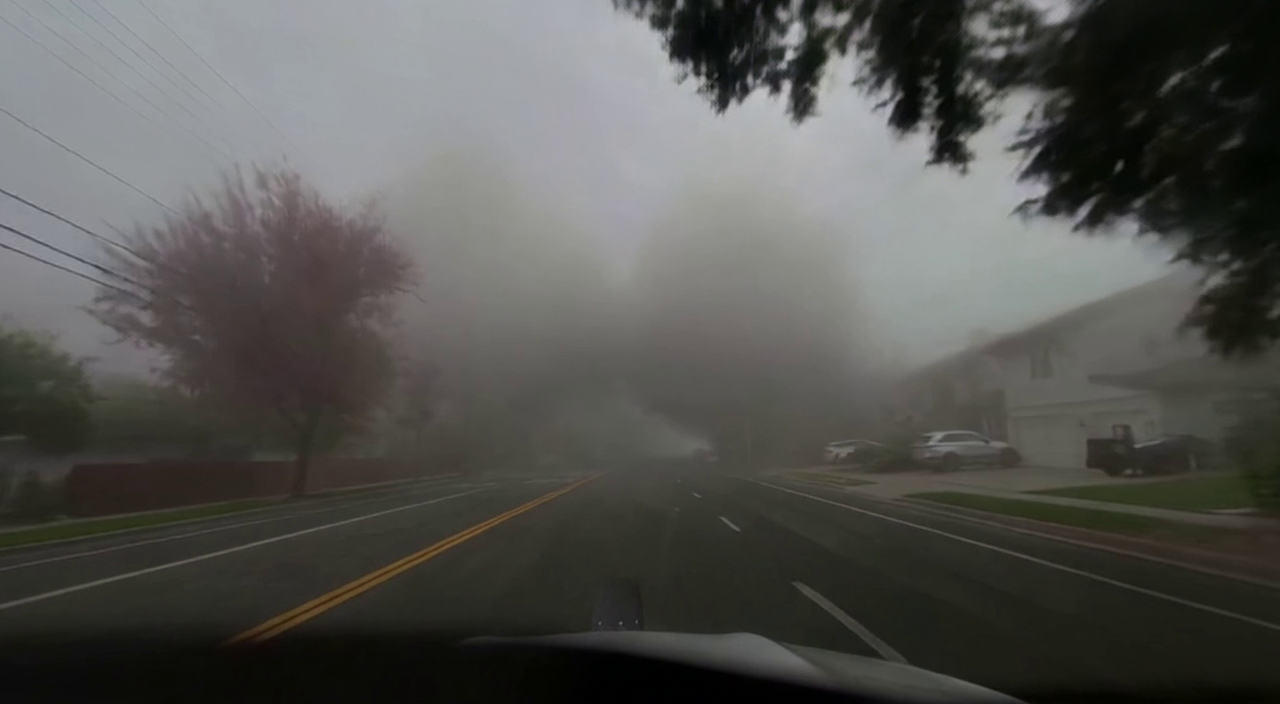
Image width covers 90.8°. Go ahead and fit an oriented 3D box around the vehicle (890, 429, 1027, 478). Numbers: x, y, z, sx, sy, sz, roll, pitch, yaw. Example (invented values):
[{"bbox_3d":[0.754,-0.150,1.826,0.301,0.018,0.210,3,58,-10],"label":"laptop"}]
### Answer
[{"bbox_3d":[13.530,4.359,27.094,4.711,1.979,2.019,-1,-9,4],"label":"vehicle"}]
